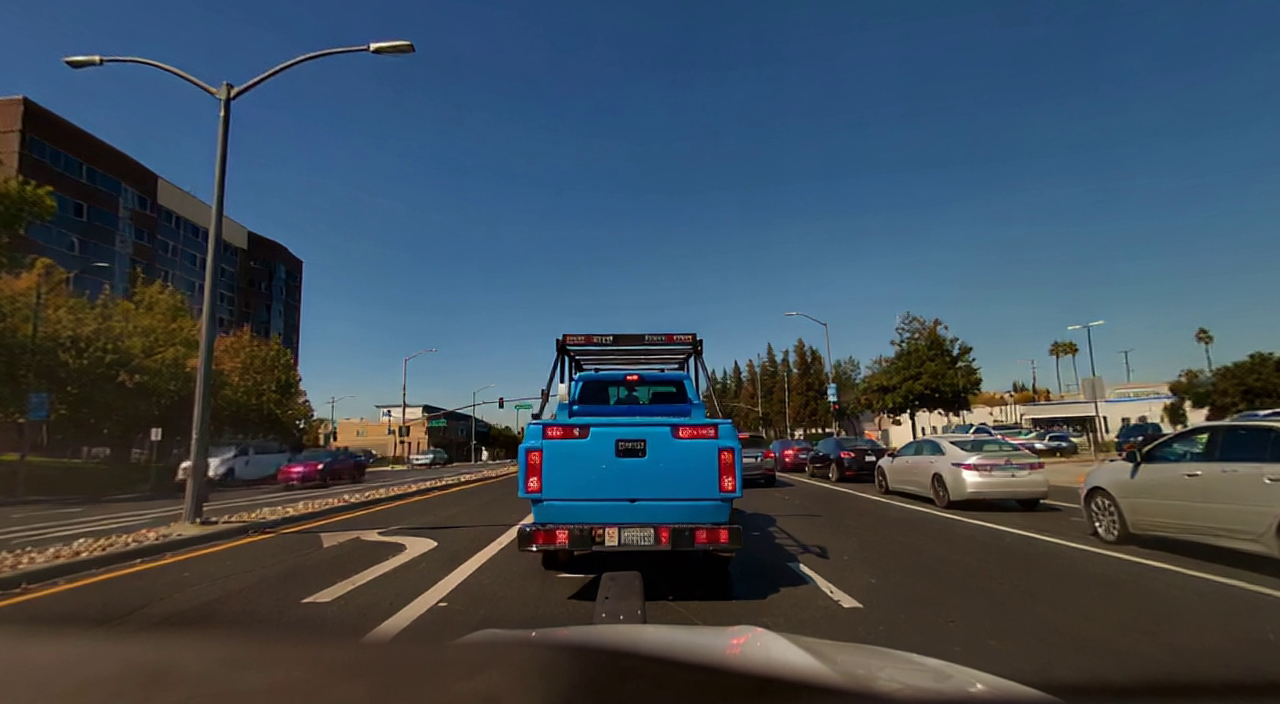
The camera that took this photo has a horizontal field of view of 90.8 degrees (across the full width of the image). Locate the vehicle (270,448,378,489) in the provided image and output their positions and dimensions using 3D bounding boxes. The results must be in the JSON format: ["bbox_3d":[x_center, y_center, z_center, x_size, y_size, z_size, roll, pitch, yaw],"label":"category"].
[{"bbox_3d":[-12.504,4.602,25.367,1.983,1.449,4.501,0,-9,0],"label":"vehicle"}]

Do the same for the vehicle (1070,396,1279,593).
[{"bbox_3d":[6.818,1.357,6.174,2.023,1.771,4.488,0,-9,0],"label":"vehicle"}]

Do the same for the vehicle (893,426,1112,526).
[{"bbox_3d":[7.060,2.439,12.978,1.931,1.692,4.267,0,-9,0],"label":"vehicle"}]

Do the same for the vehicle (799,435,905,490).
[{"bbox_3d":[7.067,3.731,21.606,1.953,1.665,4.327,0,-9,-2],"label":"vehicle"}]

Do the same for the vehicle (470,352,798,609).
[{"bbox_3d":[-0.101,1.470,8.143,2.682,2.117,5.706,0,-9,-1],"label":"vehicle"}]

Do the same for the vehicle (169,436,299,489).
[{"bbox_3d":[-19.139,5.220,30.207,2.700,2.296,5.270,0,-9,-1],"label":"vehicle"}]
